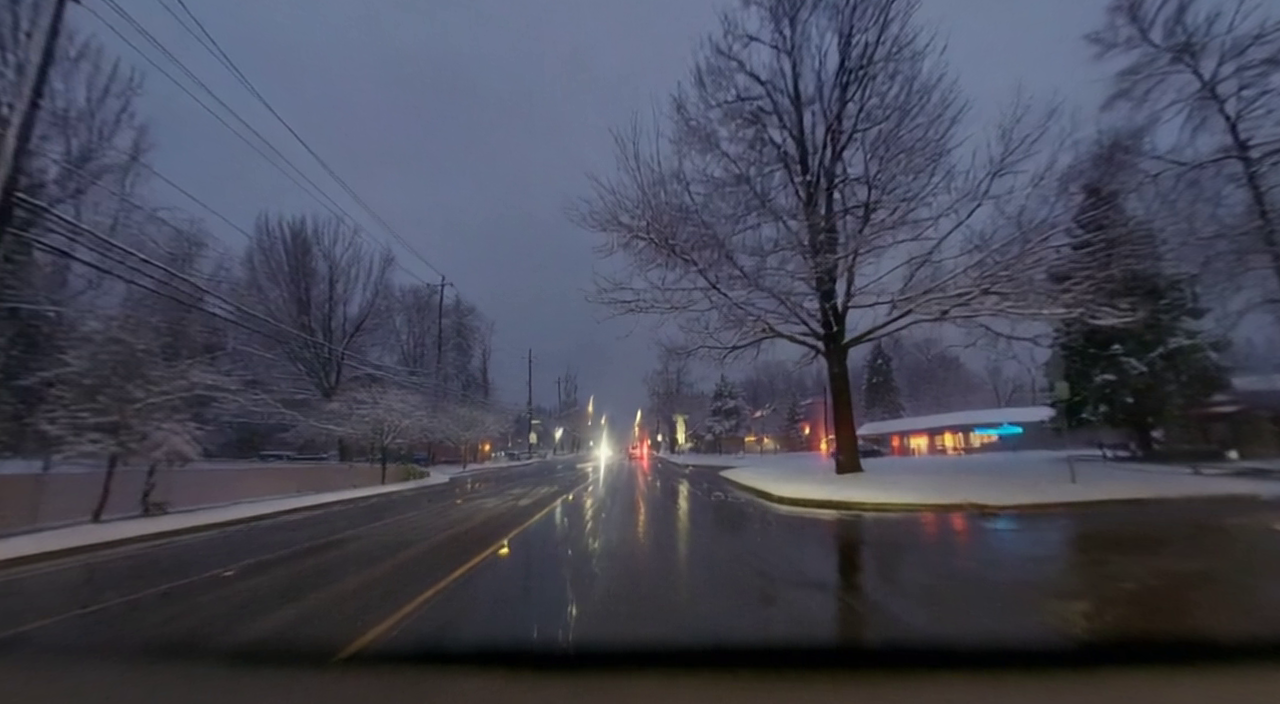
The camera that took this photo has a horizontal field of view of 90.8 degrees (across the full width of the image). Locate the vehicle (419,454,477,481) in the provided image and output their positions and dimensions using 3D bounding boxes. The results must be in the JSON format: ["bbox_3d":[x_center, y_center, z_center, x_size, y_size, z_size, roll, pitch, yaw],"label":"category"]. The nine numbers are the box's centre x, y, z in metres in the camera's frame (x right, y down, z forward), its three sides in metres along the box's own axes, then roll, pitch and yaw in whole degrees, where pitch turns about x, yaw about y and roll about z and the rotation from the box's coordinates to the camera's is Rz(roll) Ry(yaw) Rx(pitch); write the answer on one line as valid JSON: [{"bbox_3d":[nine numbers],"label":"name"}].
[{"bbox_3d":[-11.607,6.889,37.991,2.061,1.475,4.357,6,-10,-33],"label":"vehicle"}]
